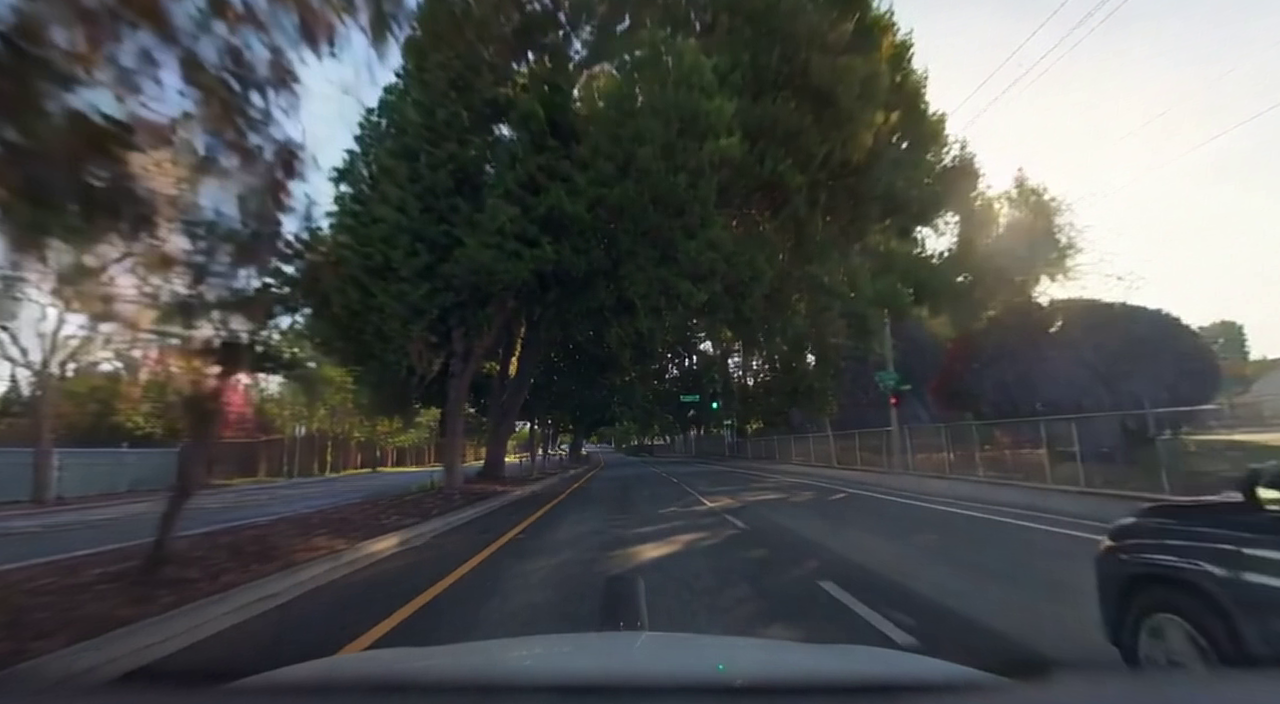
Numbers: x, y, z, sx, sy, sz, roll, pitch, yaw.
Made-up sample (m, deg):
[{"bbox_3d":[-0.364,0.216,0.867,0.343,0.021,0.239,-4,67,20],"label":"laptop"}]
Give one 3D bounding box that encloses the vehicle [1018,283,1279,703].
[{"bbox_3d":[3.982,0.530,1.406,2.379,2.017,6.089,0,-8,-2],"label":"vehicle"}]
